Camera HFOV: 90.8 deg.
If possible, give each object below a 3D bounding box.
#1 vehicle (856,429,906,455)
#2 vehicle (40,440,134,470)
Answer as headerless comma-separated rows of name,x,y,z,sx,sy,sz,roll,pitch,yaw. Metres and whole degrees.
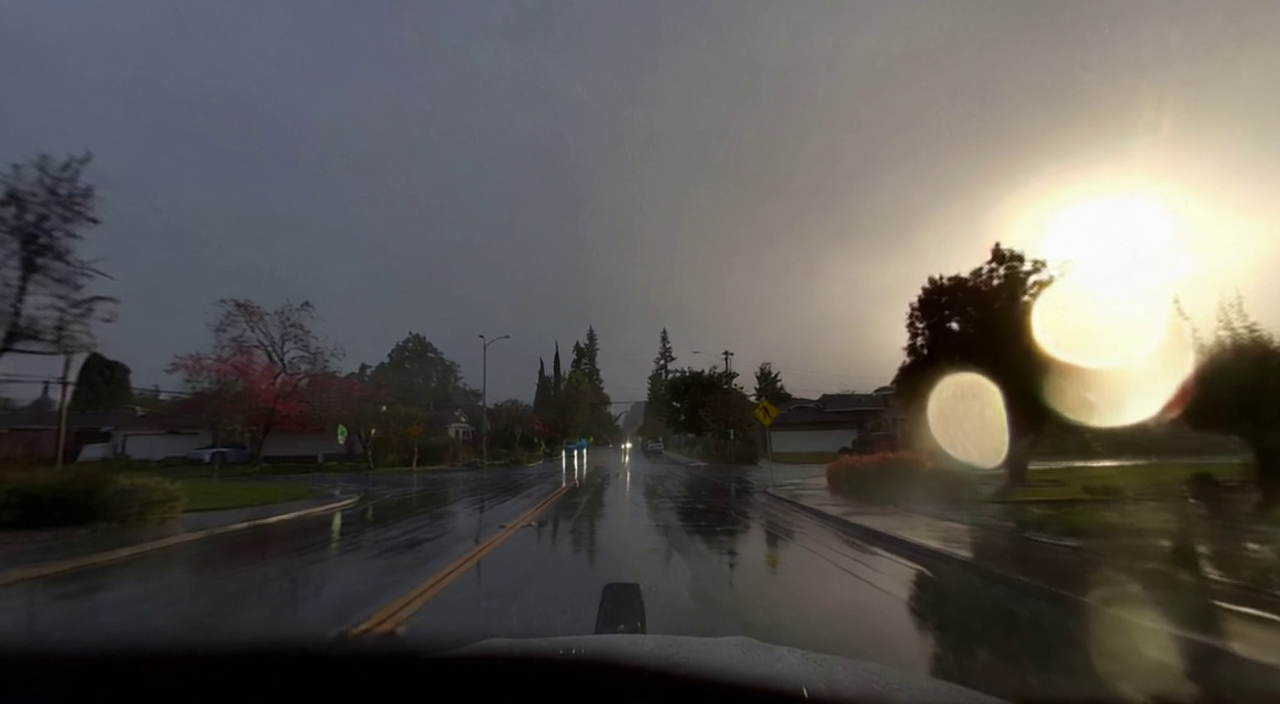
vehicle,18.156,6.747,47.771,2.001,1.750,4.673,0,-6,1
vehicle,-37.265,6.924,42.770,2.016,1.908,4.814,0,-9,-1
